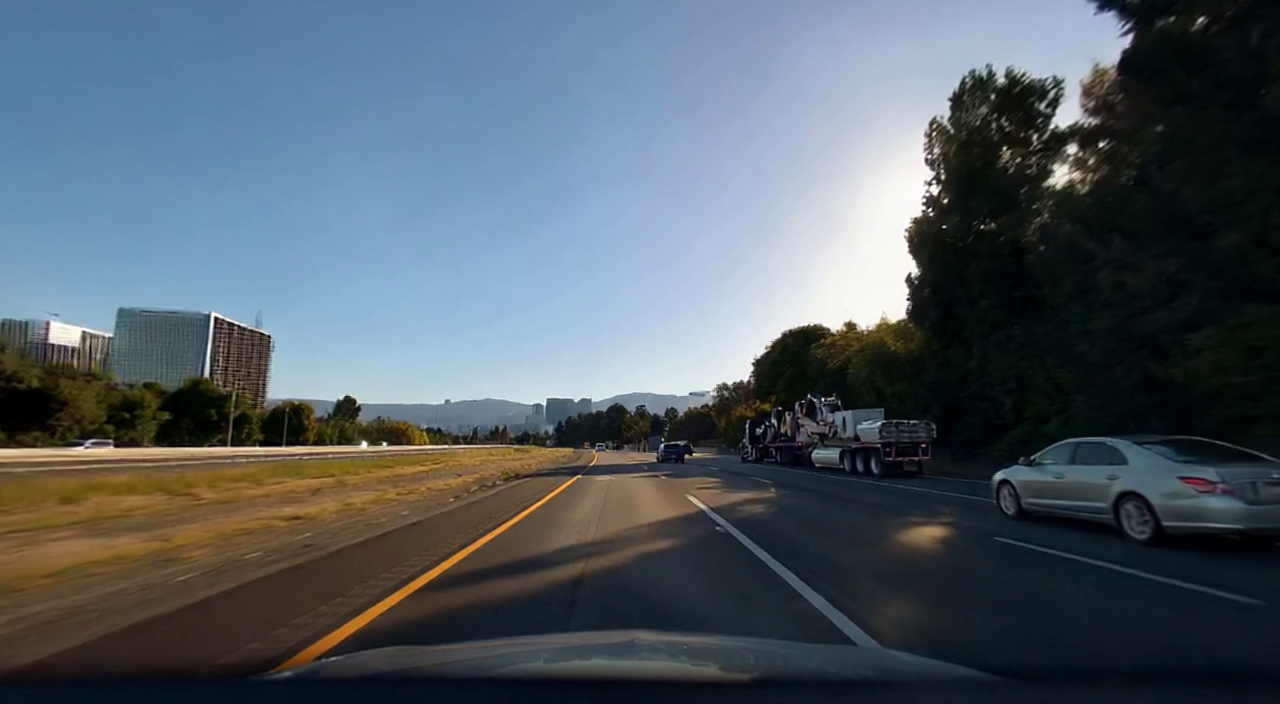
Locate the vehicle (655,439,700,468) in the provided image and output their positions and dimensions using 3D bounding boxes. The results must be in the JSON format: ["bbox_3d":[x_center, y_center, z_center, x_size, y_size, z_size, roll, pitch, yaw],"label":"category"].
[{"bbox_3d":[2.328,6.499,40.508,2.305,1.729,4.526,0,-8,-4],"label":"vehicle"}]

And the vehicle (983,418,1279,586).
[{"bbox_3d":[6.810,1.712,8.144,2.106,1.519,4.560,0,-8,-2],"label":"vehicle"}]

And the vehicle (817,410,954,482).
[{"bbox_3d":[10.091,3.983,26.949,2.873,2.663,6.922,0,-8,-2],"label":"vehicle"}]
